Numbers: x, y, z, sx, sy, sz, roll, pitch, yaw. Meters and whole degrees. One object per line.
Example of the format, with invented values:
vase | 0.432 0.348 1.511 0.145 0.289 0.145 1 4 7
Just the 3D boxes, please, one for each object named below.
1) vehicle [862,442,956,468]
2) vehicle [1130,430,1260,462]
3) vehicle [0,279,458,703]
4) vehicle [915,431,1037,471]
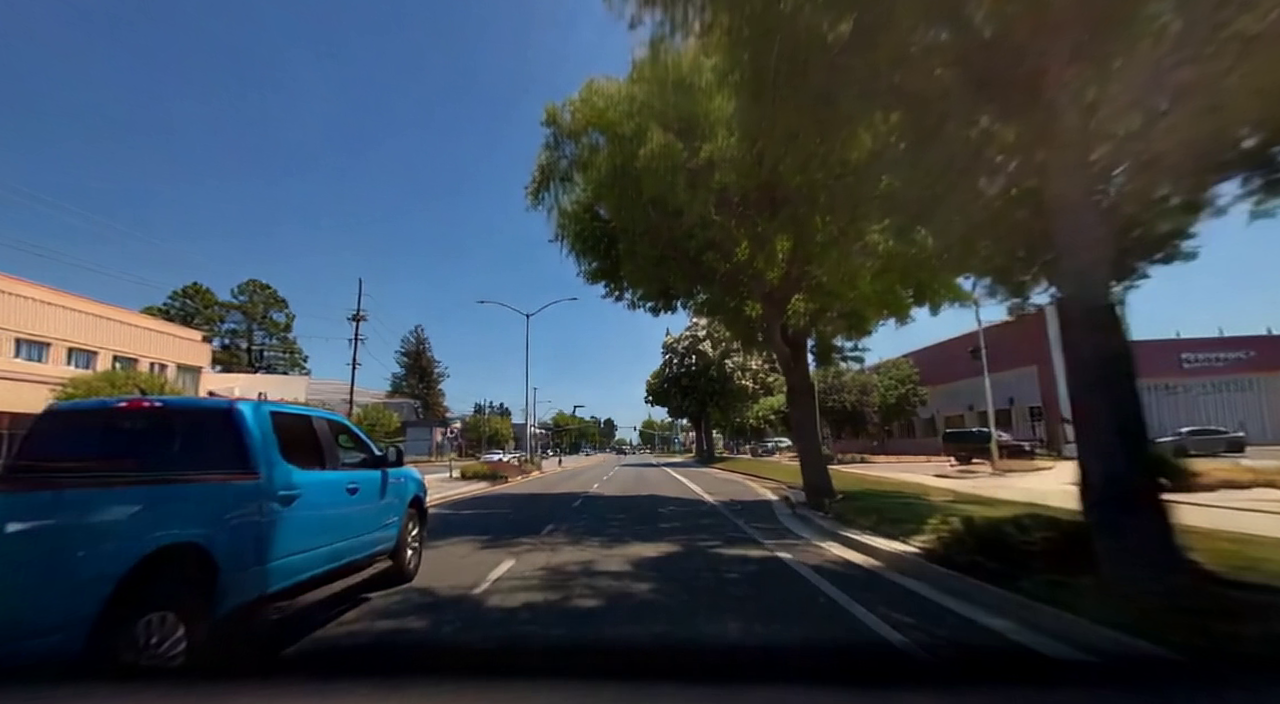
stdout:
vehicle | 15.445 5.922 36.316 4.582 1.432 1.822 0 -8 2
vehicle | 27.441 4.670 31.233 4.604 1.487 1.911 0 -9 0
vehicle | -2.973 0.978 3.876 2.065 1.790 5.417 0 -9 0
vehicle | 15.310 4.563 28.863 4.332 1.744 2.115 1 -11 -4
